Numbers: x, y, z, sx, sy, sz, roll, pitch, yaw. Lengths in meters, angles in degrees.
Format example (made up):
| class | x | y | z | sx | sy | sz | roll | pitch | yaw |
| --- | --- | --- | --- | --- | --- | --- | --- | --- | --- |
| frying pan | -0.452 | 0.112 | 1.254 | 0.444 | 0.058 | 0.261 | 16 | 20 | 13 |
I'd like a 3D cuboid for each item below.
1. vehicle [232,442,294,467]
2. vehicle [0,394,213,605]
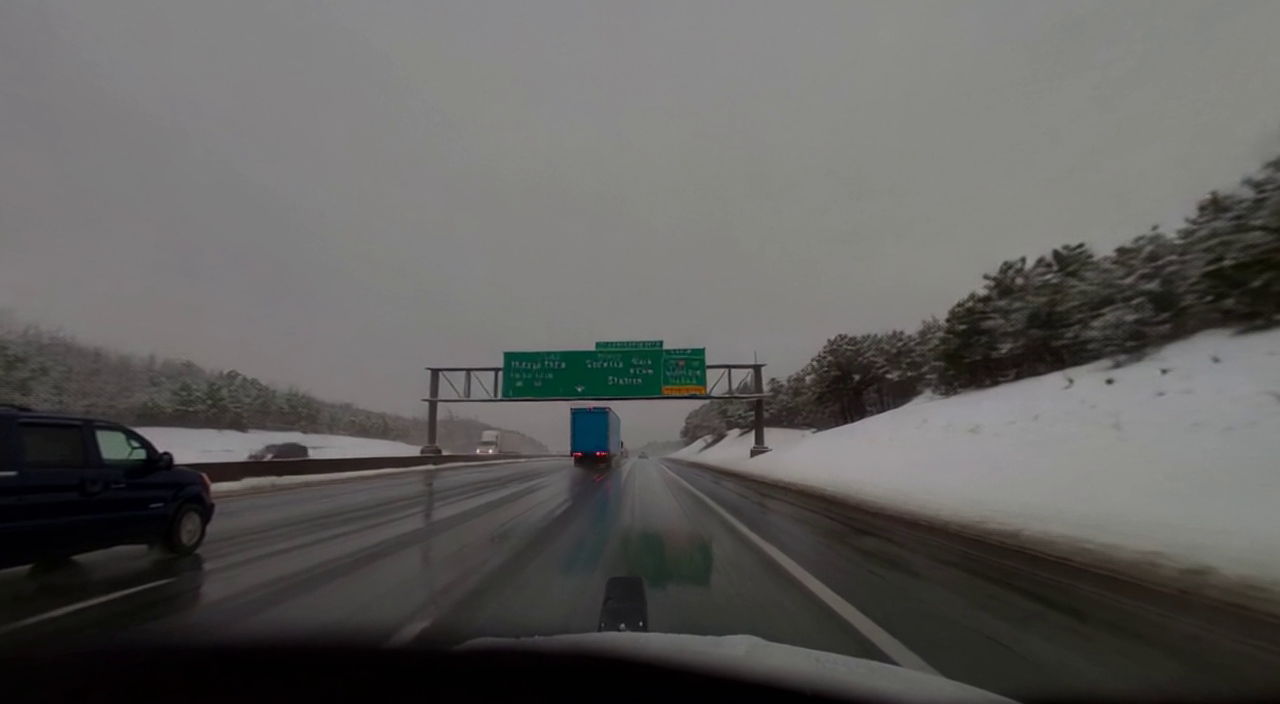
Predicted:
| class | x | y | z | sx | sy | sz | roll | pitch | yaw |
| --- | --- | --- | --- | --- | --- | --- | --- | --- | --- |
| vehicle | -23.225 | 6.339 | 38.983 | 1.582 | 1.421 | 3.587 | -1 | -9 | 1 |
| vehicle | -6.810 | 1.333 | 5.711 | 2.175 | 1.860 | 5.236 | 0 | -8 | 0 |
